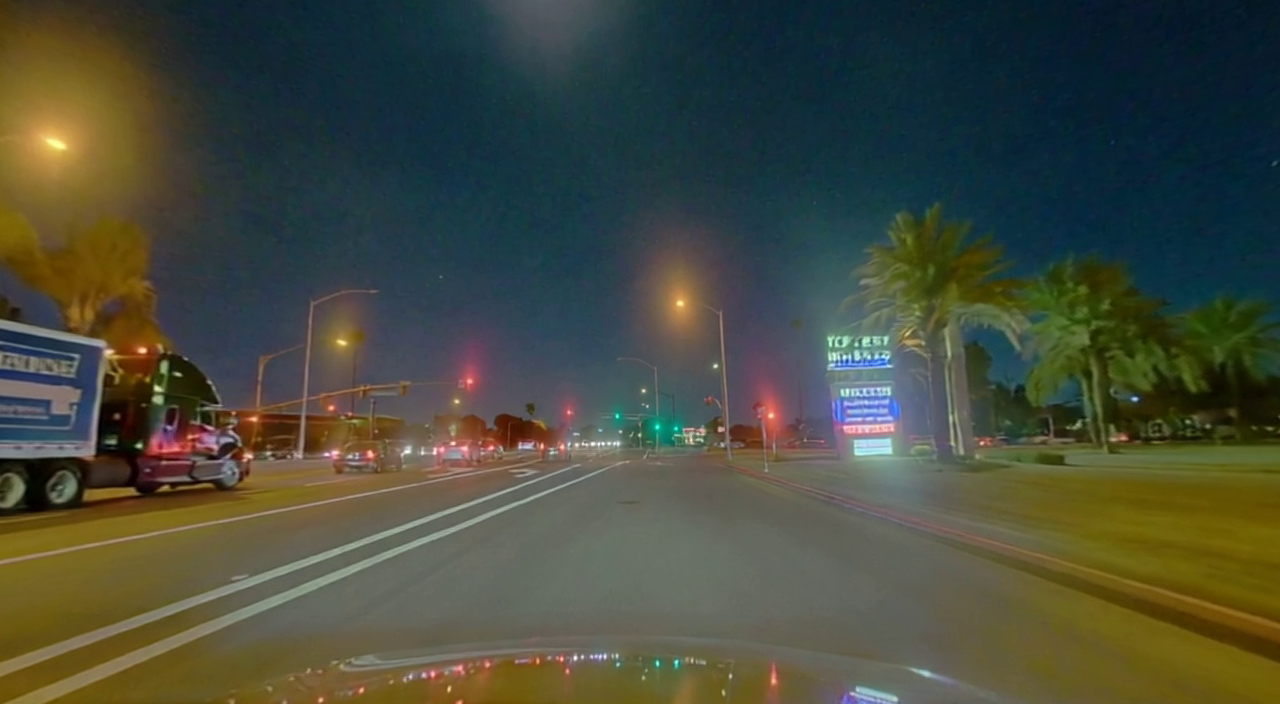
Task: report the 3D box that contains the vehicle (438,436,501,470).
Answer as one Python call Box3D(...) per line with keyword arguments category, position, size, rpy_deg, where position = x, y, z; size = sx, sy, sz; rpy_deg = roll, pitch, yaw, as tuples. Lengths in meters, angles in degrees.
Box3D(category="vehicle", position=(-8.507, 5.084, 31.683), size=(1.977, 1.584, 3.983), rpy_deg=(0, -9, 1))

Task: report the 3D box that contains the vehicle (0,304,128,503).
Box3D(category="vehicle", position=(-15.075, 0.326, 8.197), size=(2.961, 4.167, 16.429), rpy_deg=(0, -9, 0))

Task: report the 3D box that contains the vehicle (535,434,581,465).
Box3D(category="vehicle", position=(-4.912, 5.908, 38.164), size=(2.114, 1.784, 4.450), rpy_deg=(0, -9, 1))

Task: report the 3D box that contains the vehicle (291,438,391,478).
Box3D(category="vehicle", position=(-11.899, 4.221, 25.327), size=(1.900, 1.462, 4.225), rpy_deg=(0, -9, 1))
